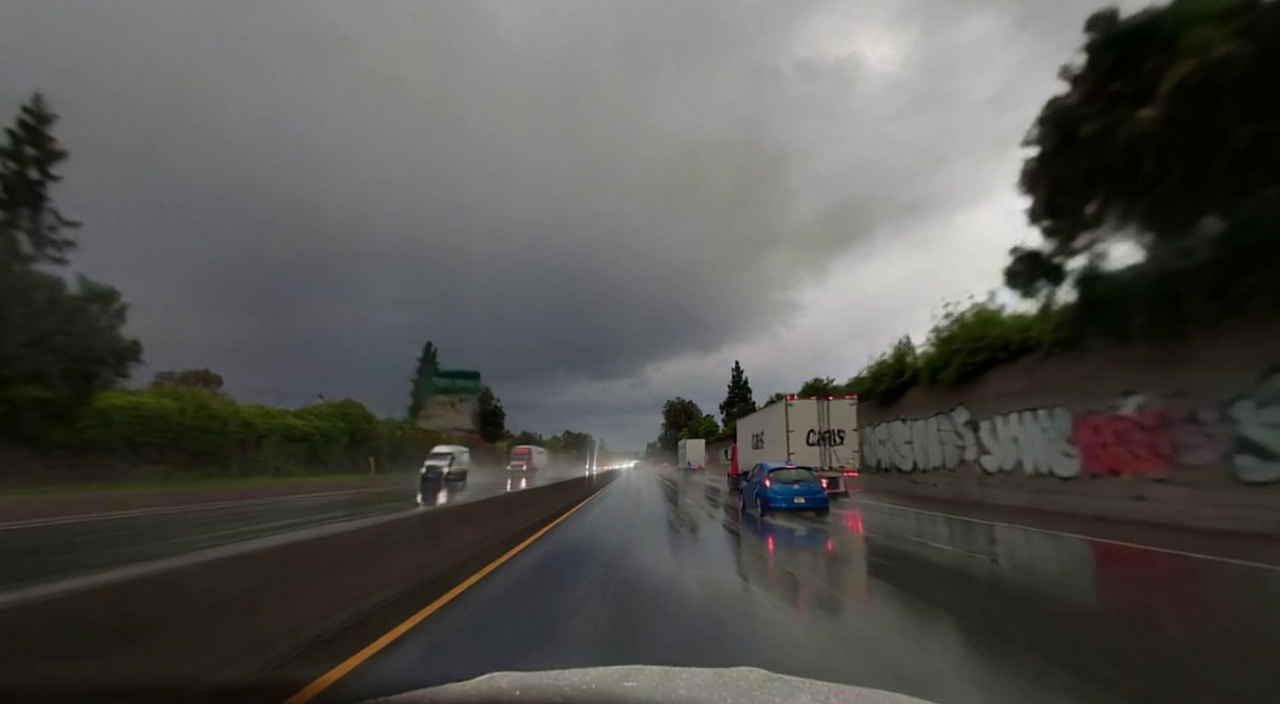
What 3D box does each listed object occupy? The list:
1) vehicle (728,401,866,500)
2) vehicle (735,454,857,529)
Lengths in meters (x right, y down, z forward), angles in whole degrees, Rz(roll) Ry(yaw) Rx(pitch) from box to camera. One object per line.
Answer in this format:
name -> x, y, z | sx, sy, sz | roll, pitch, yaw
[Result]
vehicle -> 7.643, 5.587, 34.470 | 3.298, 4.017, 16.824 | 1, -10, 0
vehicle -> 3.628, 3.337, 15.369 | 2.011, 1.574, 3.512 | 1, -11, -1
